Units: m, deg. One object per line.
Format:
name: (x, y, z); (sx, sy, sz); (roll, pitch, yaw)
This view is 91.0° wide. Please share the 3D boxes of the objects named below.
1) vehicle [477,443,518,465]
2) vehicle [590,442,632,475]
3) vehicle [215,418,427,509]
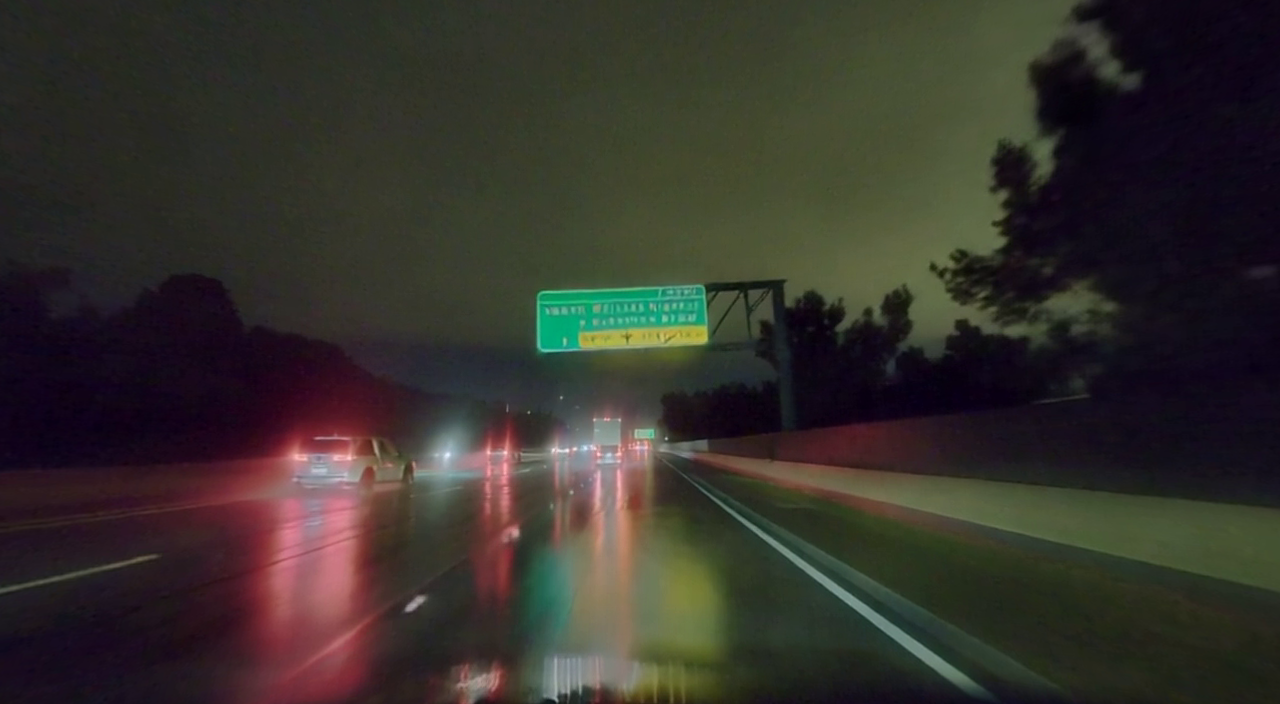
vehicle: (-10.675, 7.664, 47.473); (2.036, 1.506, 4.358); (0, -8, 1)
vehicle: (-1.420, 5.458, 32.544); (1.931, 1.528, 4.126); (0, -8, 1)
vehicle: (-7.317, 2.641, 15.387); (2.115, 1.778, 5.572); (0, -8, 2)
